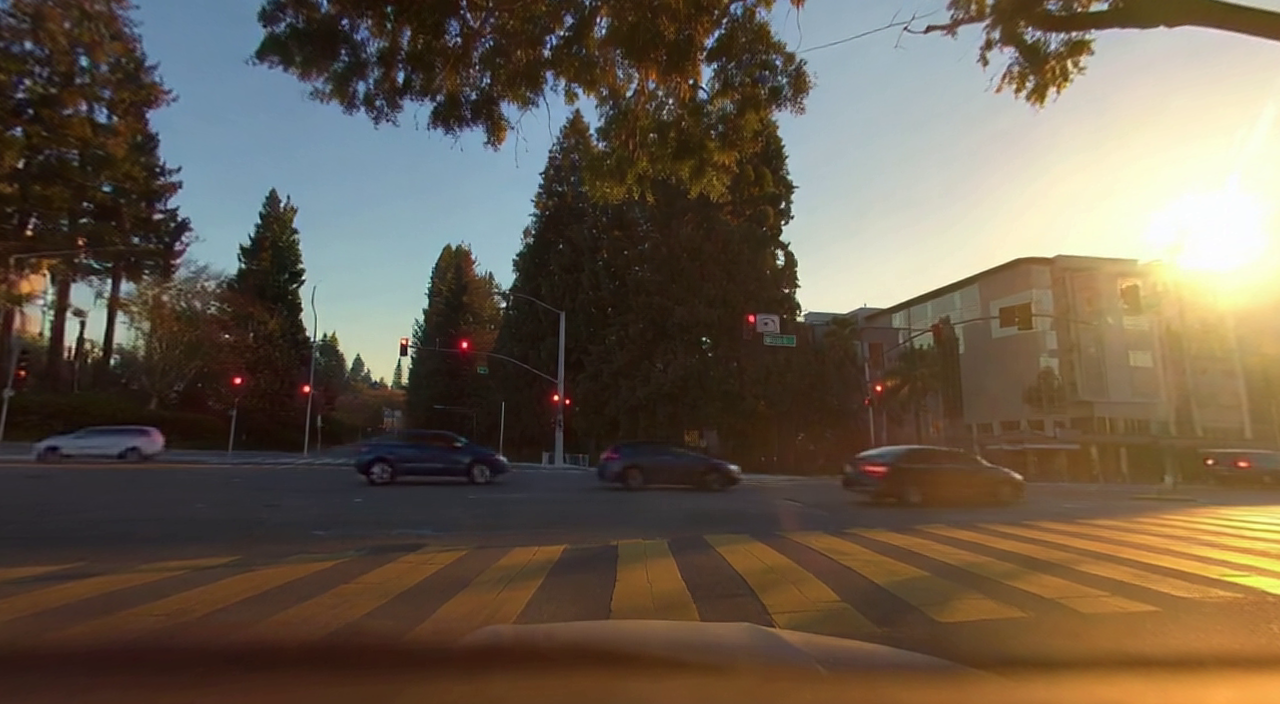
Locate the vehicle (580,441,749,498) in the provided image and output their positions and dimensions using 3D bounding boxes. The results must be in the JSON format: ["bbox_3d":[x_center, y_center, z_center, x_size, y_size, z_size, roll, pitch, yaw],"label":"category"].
[{"bbox_3d":[0.675,3.328,18.242,4.475,1.496,1.861,3,-9,-17],"label":"vehicle"}]

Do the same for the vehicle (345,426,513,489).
[{"bbox_3d":[-6.539,3.291,19.905,4.708,1.810,1.986,3,-9,-18],"label":"vehicle"}]

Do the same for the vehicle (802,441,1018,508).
[{"bbox_3d":[6.858,3.052,16.100,4.952,1.511,1.855,2,-9,-17],"label":"vehicle"}]

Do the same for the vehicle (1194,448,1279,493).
[{"bbox_3d":[26.000,4.914,26.442,4.626,1.710,1.891,3,-9,-18],"label":"vehicle"}]

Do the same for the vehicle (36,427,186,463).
[{"bbox_3d":[-22.454,3.973,26.985,4.431,1.464,1.812,3,-9,-18],"label":"vehicle"}]
